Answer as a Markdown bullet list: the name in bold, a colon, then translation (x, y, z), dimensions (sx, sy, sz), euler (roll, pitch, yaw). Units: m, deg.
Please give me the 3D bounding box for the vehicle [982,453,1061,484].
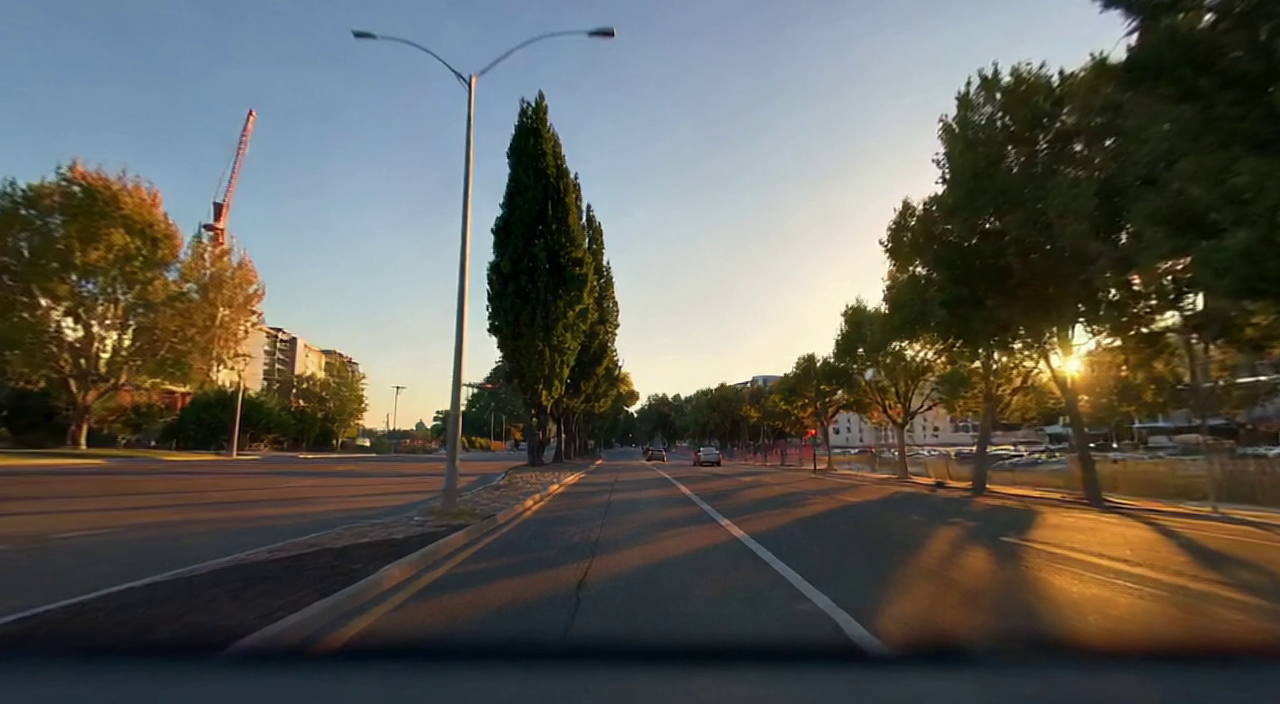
- **vehicle**: translation (26.845, 8.182, 44.691), dimensions (2.394, 1.893, 4.807), euler (2, -8, -3)
